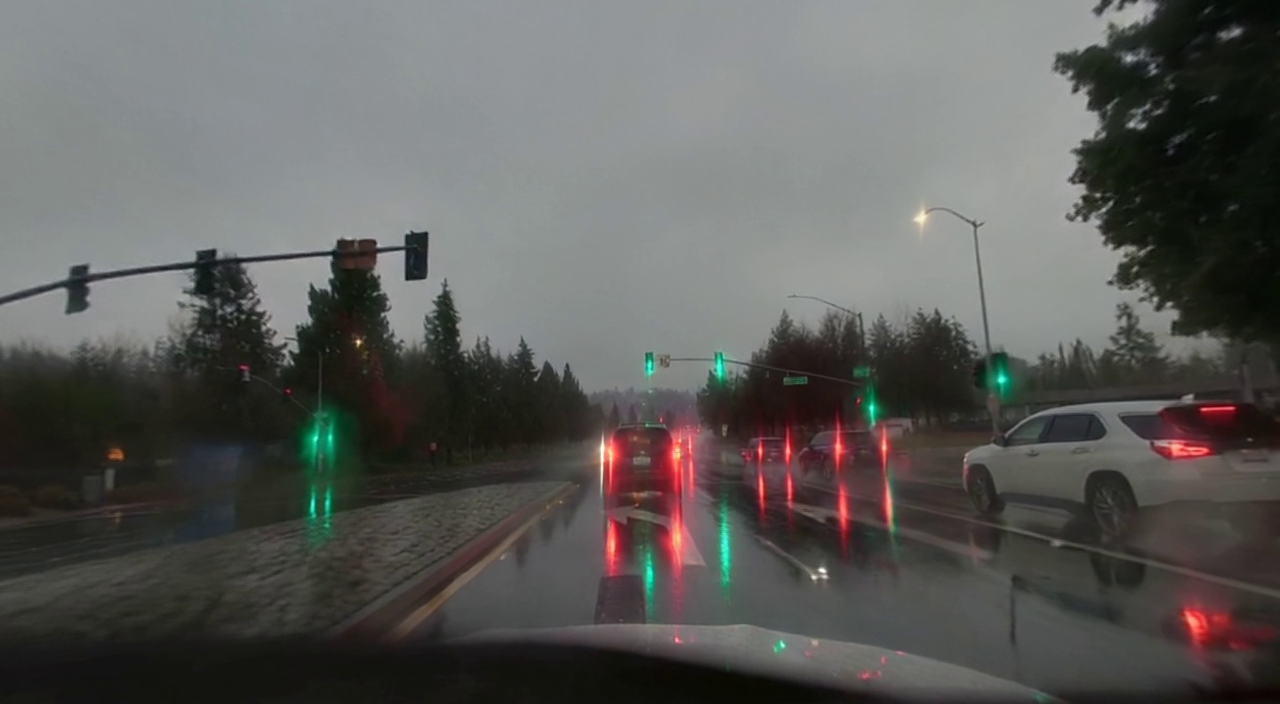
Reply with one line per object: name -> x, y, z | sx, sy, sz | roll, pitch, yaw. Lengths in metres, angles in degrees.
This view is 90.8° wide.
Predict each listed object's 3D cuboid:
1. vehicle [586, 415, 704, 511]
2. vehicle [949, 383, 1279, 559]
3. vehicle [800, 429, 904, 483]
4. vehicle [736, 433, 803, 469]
vehicle -> 0.061, 2.527, 14.777 | 2.353, 1.894, 4.122 | 0, -9, -1
vehicle -> 7.127, 1.668, 9.479 | 2.251, 1.873, 5.346 | 0, -9, 0
vehicle -> 7.103, 3.536, 21.664 | 2.025, 1.642, 4.189 | 0, -9, -1
vehicle -> 6.864, 5.361, 34.165 | 2.440, 1.775, 4.791 | 0, -9, -2
